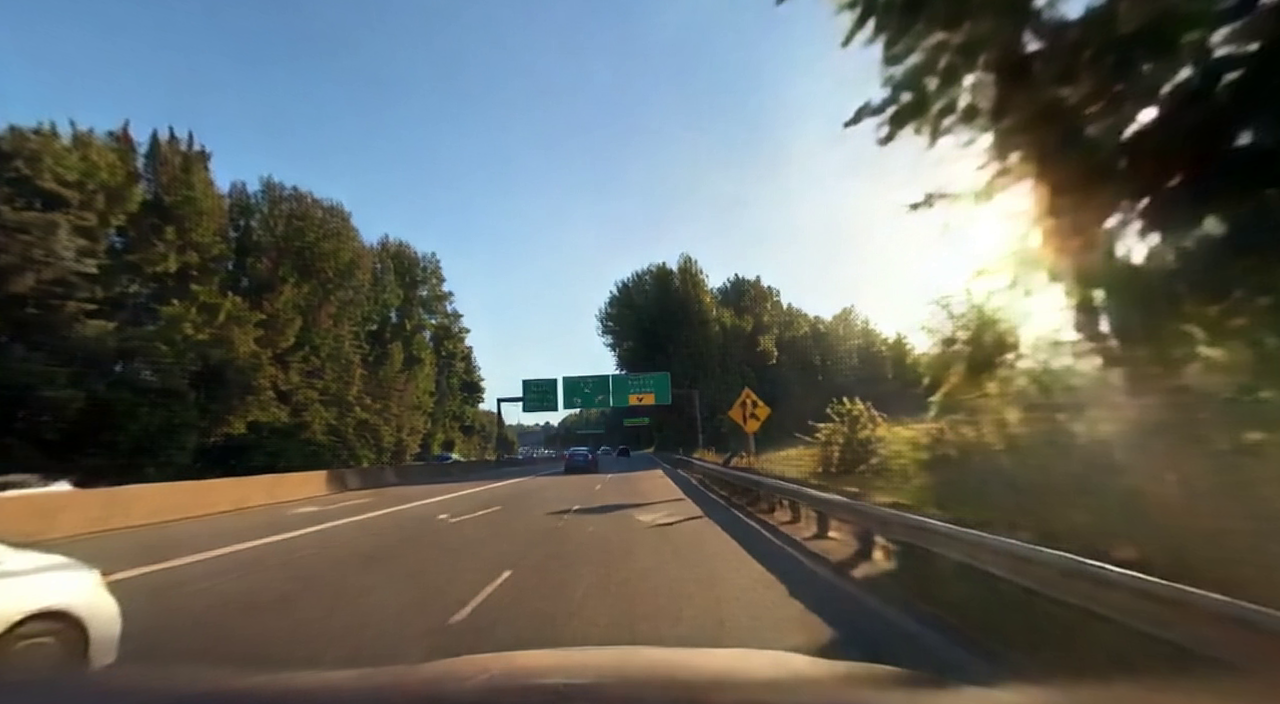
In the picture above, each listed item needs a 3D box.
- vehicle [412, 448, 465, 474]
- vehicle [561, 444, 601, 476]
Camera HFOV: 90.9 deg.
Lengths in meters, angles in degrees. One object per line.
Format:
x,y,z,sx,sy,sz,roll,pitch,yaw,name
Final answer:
-12.754,6.903,40.105,1.937,1.523,4.070,-1,-9,1,vehicle
-3.051,5.661,33.193,1.675,1.537,3.574,-1,-9,1,vehicle
